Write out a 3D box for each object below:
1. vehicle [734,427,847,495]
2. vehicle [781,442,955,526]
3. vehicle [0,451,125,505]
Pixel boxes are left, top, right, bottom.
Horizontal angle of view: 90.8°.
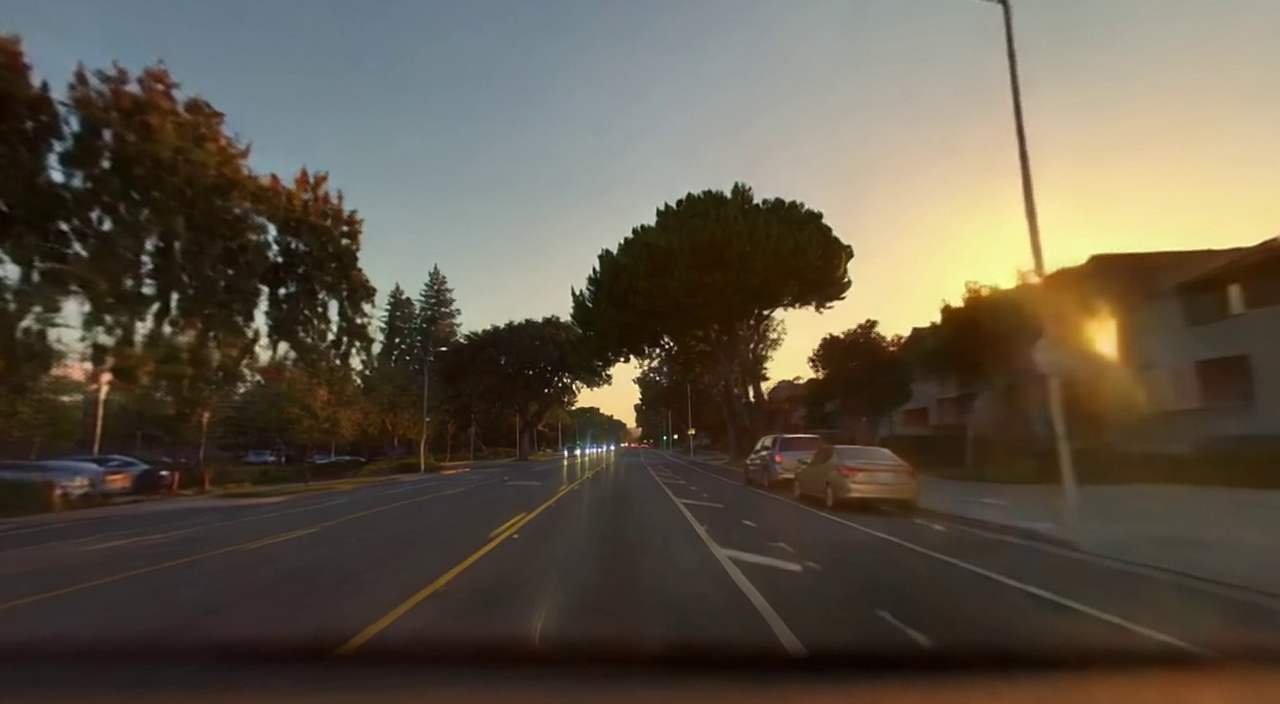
[{"bbox_3d":[4.514,3.356,19.884,2.115,1.843,5.141,0,-8,-2],"label":"vehicle"},{"bbox_3d":[4.426,2.607,13.112,1.935,1.433,4.241,0,-8,-2],"label":"vehicle"},{"bbox_3d":[-23.204,4.719,23.814,5.368,1.867,2.307,4,-9,-28],"label":"vehicle"}]
